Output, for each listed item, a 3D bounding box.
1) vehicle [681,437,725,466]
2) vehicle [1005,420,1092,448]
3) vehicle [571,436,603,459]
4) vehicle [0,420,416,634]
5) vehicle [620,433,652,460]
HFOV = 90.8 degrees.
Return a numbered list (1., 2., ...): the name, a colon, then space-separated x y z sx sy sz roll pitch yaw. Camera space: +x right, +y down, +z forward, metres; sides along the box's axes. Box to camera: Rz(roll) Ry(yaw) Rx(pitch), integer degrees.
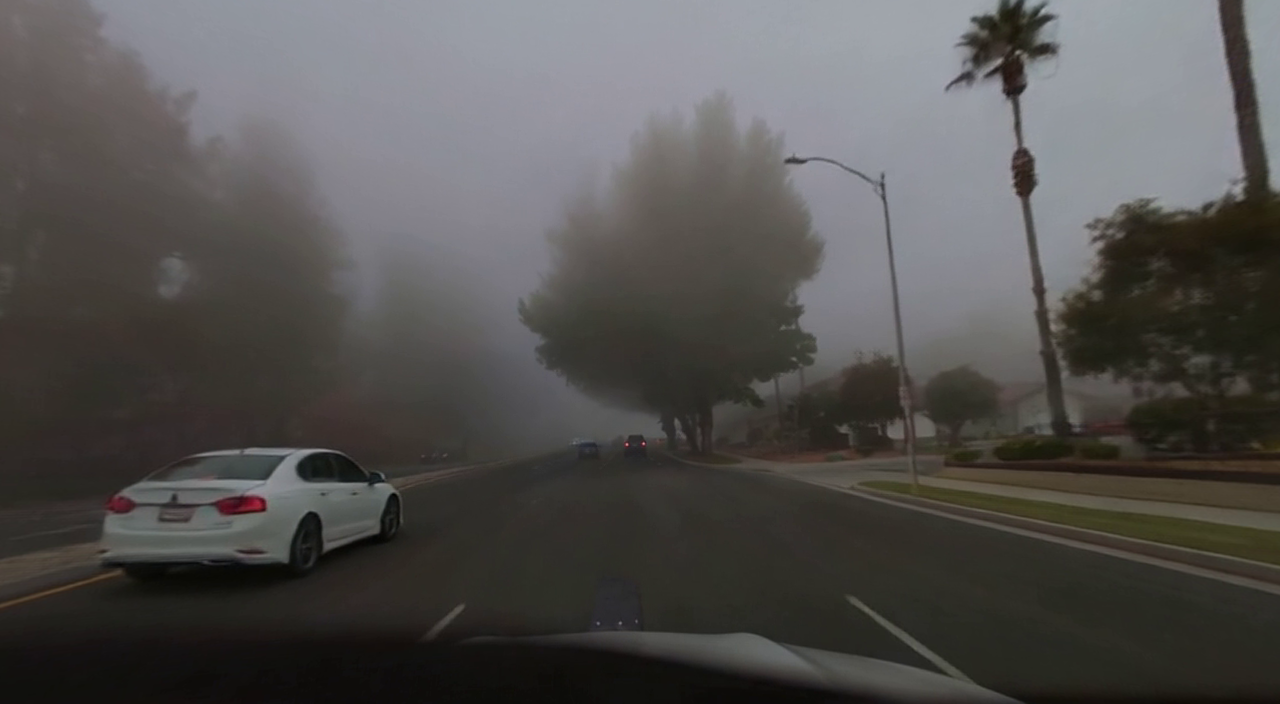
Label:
1. vehicle: 3.346 5.397 34.368 1.830 1.451 4.009 0 -8 -2
2. vehicle: 23.711 4.810 36.850 1.754 1.504 4.090 2 -9 -14
3. vehicle: -3.800 6.936 45.910 2.000 1.569 3.794 0 -8 -1
4. vehicle: -4.014 1.542 6.693 1.844 1.451 4.543 0 -8 -3
5. vehicle: -0.287 6.414 42.865 2.043 1.734 4.253 0 -8 -1
